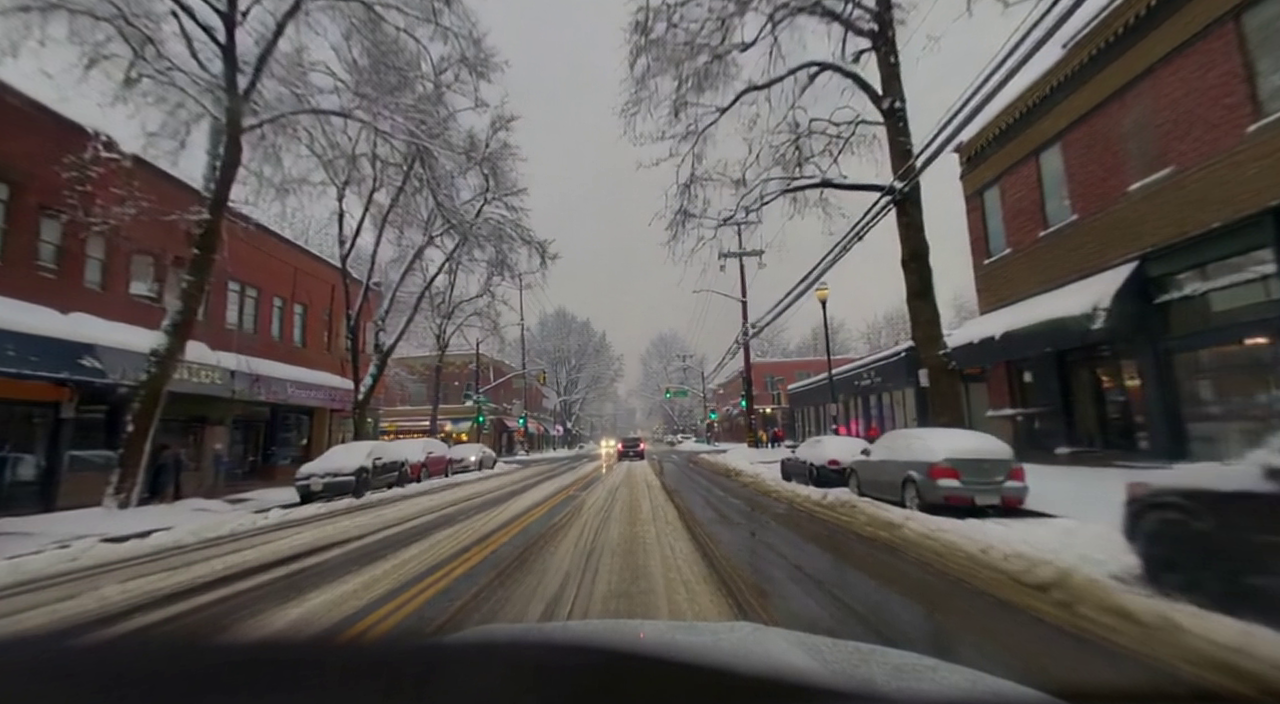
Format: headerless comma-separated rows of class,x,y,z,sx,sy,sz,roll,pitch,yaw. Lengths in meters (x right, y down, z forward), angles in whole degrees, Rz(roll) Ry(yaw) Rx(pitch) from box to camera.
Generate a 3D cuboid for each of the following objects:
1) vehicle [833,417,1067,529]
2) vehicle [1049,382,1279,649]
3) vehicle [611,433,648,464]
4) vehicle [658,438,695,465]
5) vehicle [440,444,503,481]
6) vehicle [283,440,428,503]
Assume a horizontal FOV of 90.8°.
vehicle,5.787,2.301,12.723,2.070,1.761,4.848,-1,-8,-2
vehicle,5.625,1.010,3.612,2.293,1.830,6.070,0,-9,-3
vehicle,-0.666,6.307,41.263,2.301,1.854,4.919,0,-9,0
vehicle,2.231,6.251,39.858,1.998,1.580,4.015,0,-9,-1
vehicle,-9.852,6.465,37.466,2.048,1.985,6.011,0,-9,0
vehicle,-9.521,4.065,21.890,2.305,1.883,5.580,0,-9,1
